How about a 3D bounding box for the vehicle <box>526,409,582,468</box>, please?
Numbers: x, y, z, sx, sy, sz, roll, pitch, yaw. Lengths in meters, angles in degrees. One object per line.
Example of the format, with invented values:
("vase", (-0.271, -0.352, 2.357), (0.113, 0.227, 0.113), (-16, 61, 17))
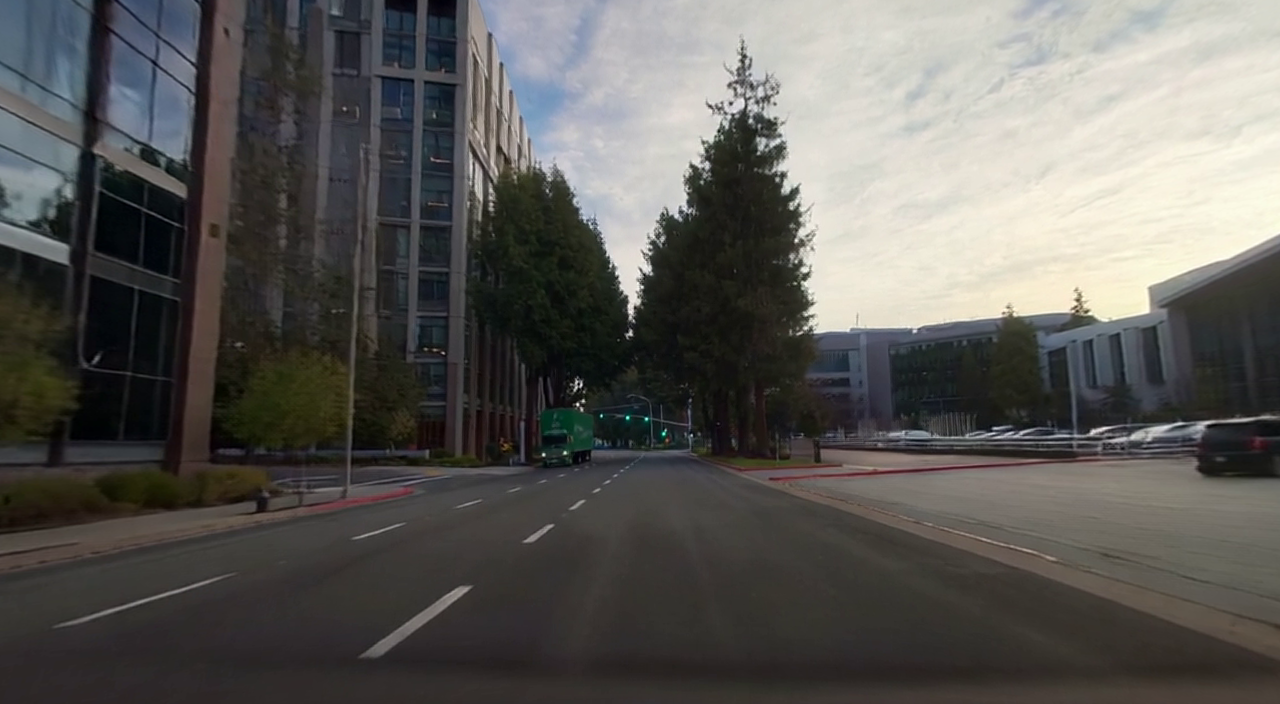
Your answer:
("vehicle", (-6.336, 6.604, 47.847), (3.053, 4.058, 8.110), (0, -9, 0))
